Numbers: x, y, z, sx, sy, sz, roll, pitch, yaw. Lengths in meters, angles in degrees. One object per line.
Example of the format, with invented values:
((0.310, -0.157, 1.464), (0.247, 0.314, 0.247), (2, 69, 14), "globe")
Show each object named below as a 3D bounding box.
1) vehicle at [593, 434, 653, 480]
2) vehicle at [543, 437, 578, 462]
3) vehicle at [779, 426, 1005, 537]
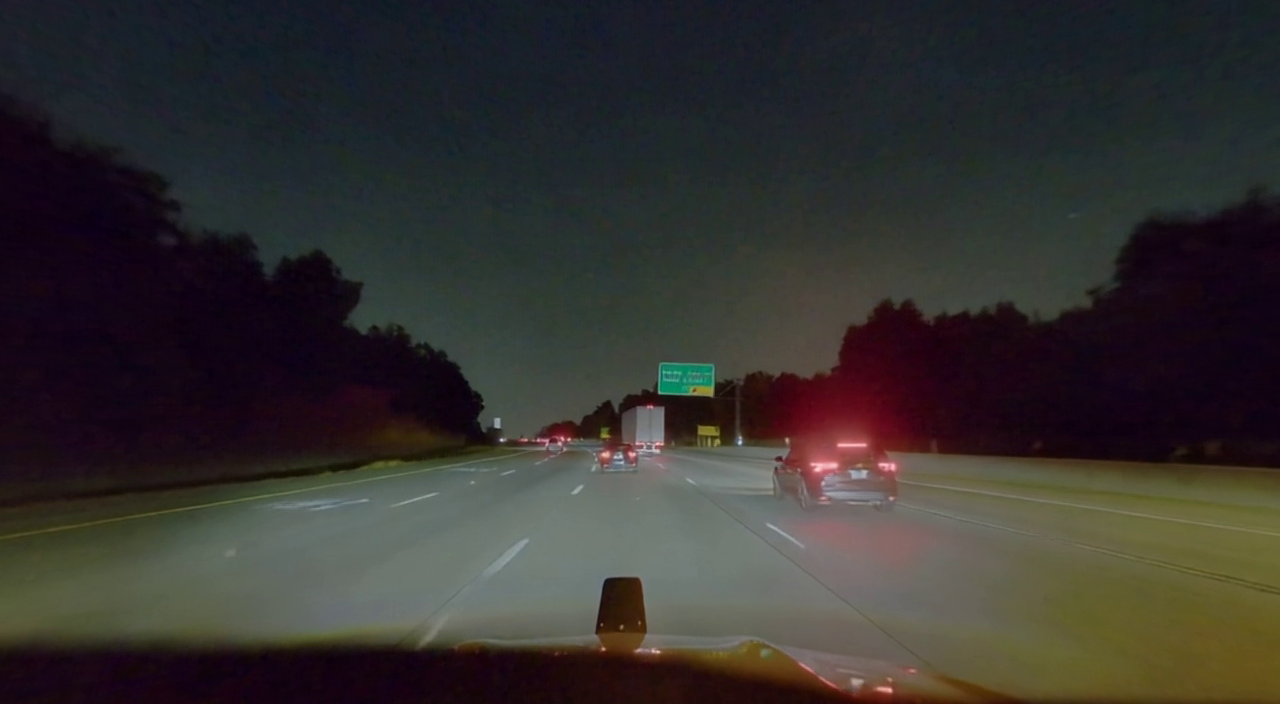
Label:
((-0.635, 3.850, 23.295), (2.020, 1.516, 3.951), (0, -9, -2), "vehicle")
((-5.215, 6.485, 41.962), (2.072, 1.512, 4.043), (0, -8, -4), "vehicle")
((3.902, 2.080, 10.761), (1.971, 1.472, 4.301), (0, -8, -1), "vehicle")
